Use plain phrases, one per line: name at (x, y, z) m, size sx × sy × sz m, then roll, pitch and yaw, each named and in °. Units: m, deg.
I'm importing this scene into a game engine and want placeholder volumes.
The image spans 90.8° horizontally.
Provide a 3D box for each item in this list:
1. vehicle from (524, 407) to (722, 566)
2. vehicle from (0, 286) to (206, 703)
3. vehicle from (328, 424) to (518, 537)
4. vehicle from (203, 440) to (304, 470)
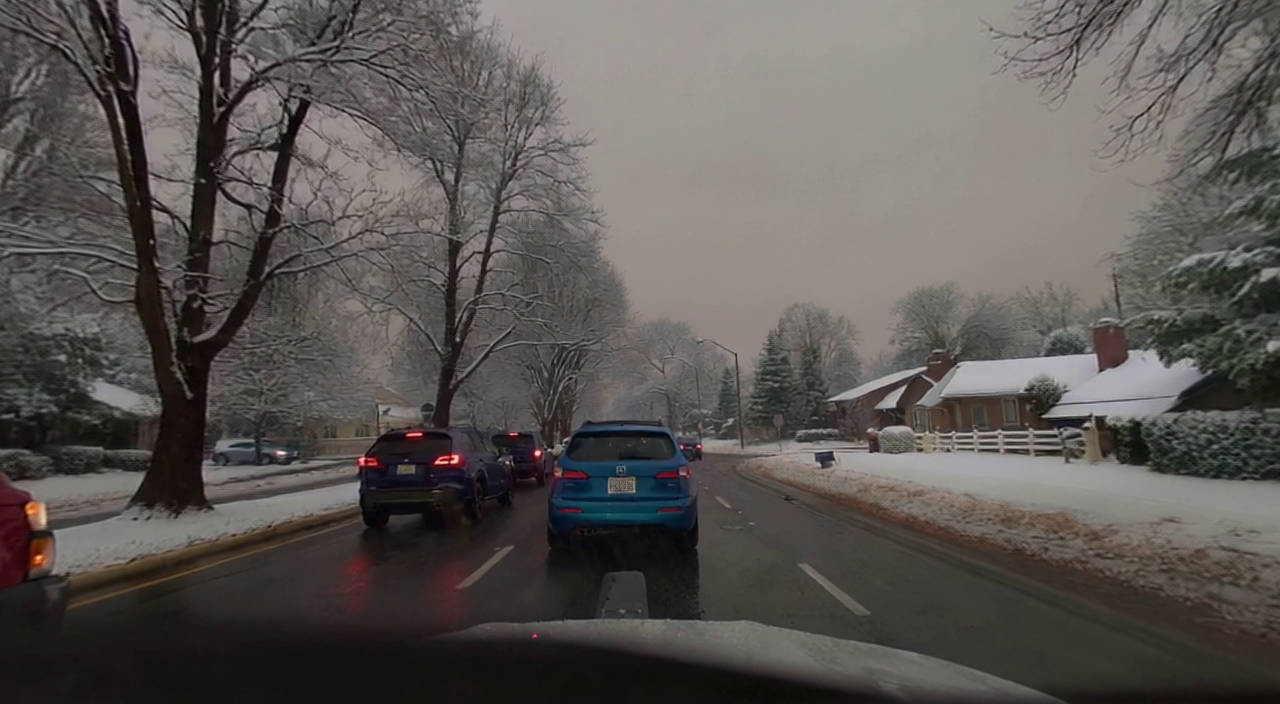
vehicle at (-0.192, 1.744, 8.878) m, size 2.112 × 1.693 × 4.058 m, roll 0°, pitch -8°, yaw 0°
vehicle at (-3.526, 0.527, 0.953) m, size 2.304 × 1.928 × 4.833 m, roll 0°, pitch -8°, yaw -1°
vehicle at (-3.663, 2.235, 11.649) m, size 1.948 × 1.668 × 4.279 m, roll 0°, pitch -8°, yaw 0°
vehicle at (-28.505, 7.583, 46.832) m, size 5.856 × 2.096 × 2.481 m, roll 3°, pitch -9°, yaw -18°
